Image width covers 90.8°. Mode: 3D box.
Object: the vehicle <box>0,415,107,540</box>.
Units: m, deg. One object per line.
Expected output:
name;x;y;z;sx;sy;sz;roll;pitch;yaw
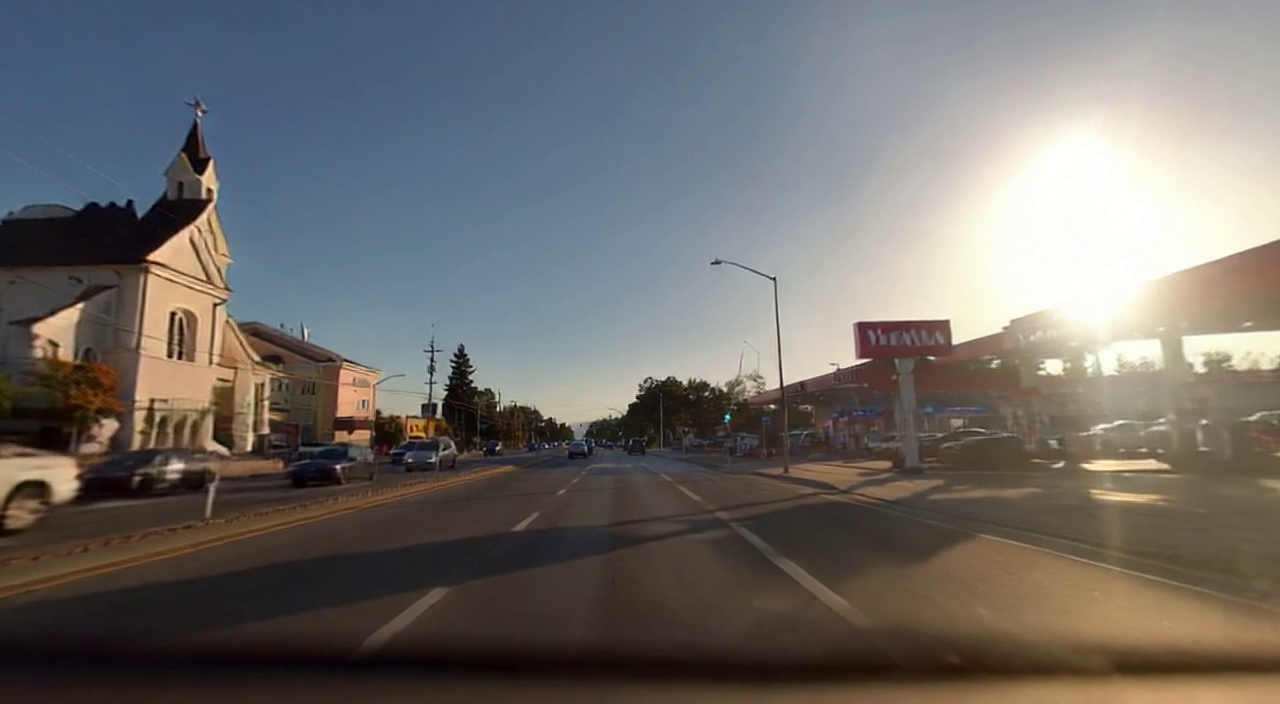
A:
vehicle;-11.064;1.928;9.290;2.206;1.922;4.968;-3;-8;-1

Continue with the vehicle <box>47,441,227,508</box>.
vehicle;-14.909;3.625;19.128;2.086;1.702;4.206;-2;-9;-2

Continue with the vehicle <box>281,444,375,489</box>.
vehicle;-11.351;4.160;23.246;1.771;1.508;3.453;0;-8;-2

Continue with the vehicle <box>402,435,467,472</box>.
vehicle;-11.885;5.891;36.931;2.229;1.957;5.057;0;-8;-2
